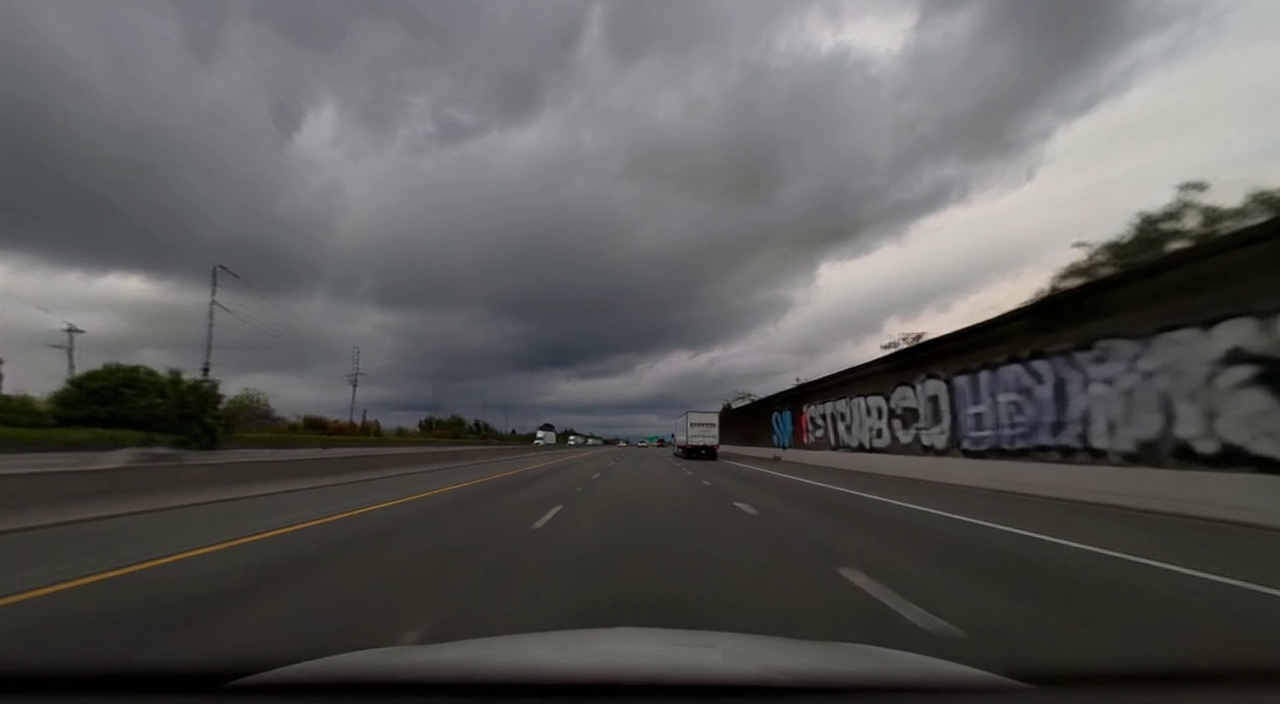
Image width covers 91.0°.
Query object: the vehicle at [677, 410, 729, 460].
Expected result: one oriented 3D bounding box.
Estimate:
[{"bbox_3d":[4.700,6.516,49.105,2.949,3.470,10.539,-1,-8,0],"label":"vehicle"}]
